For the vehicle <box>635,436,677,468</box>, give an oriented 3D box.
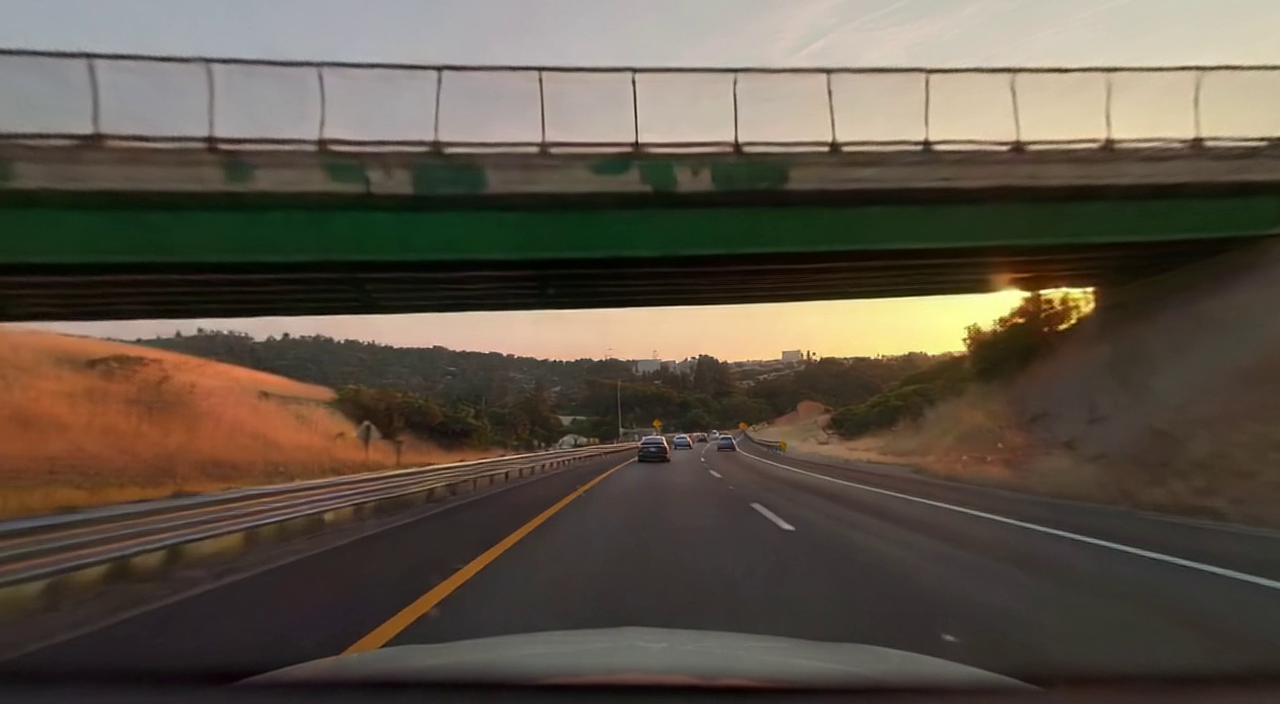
[{"bbox_3d":[0.849,4.939,31.327,1.993,1.461,3.812,-1,-8,3],"label":"vehicle"}]
